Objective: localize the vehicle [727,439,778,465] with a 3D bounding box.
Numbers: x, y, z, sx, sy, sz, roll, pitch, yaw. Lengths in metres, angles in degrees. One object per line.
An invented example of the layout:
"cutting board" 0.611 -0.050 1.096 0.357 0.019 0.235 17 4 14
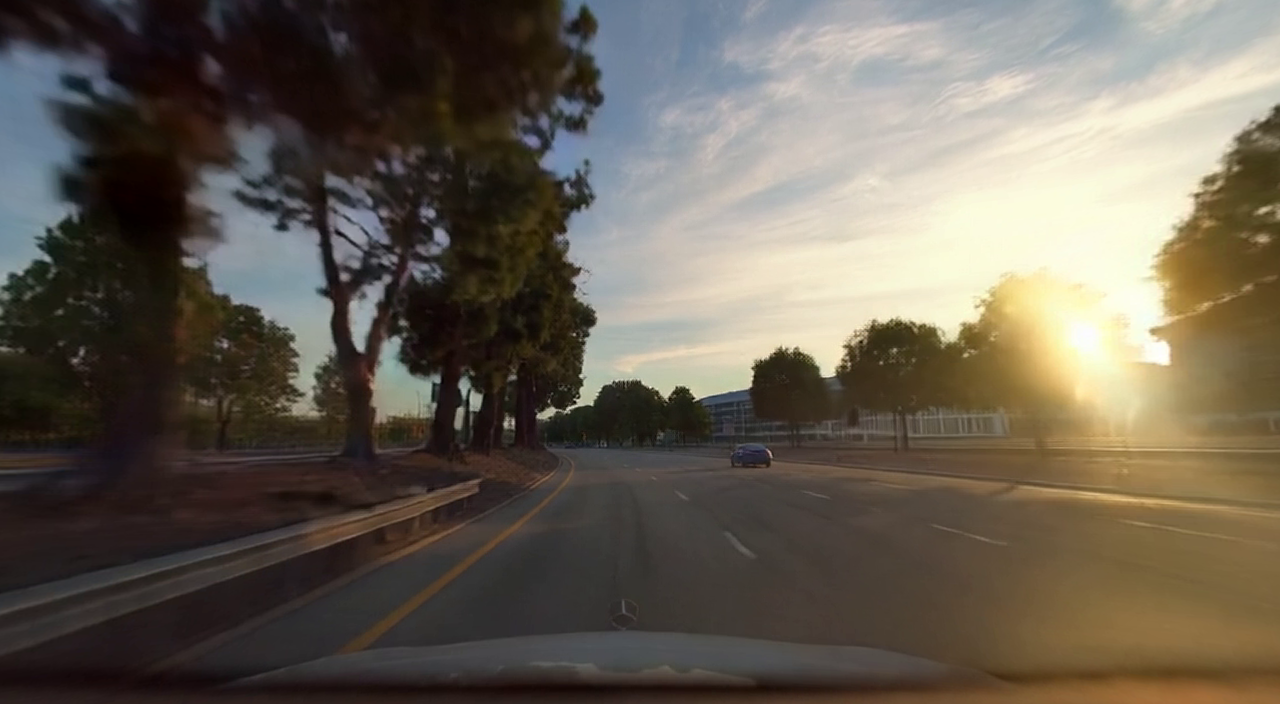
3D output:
"vehicle" 7.066 6.318 39.896 1.908 1.483 4.474 1 -9 -7
